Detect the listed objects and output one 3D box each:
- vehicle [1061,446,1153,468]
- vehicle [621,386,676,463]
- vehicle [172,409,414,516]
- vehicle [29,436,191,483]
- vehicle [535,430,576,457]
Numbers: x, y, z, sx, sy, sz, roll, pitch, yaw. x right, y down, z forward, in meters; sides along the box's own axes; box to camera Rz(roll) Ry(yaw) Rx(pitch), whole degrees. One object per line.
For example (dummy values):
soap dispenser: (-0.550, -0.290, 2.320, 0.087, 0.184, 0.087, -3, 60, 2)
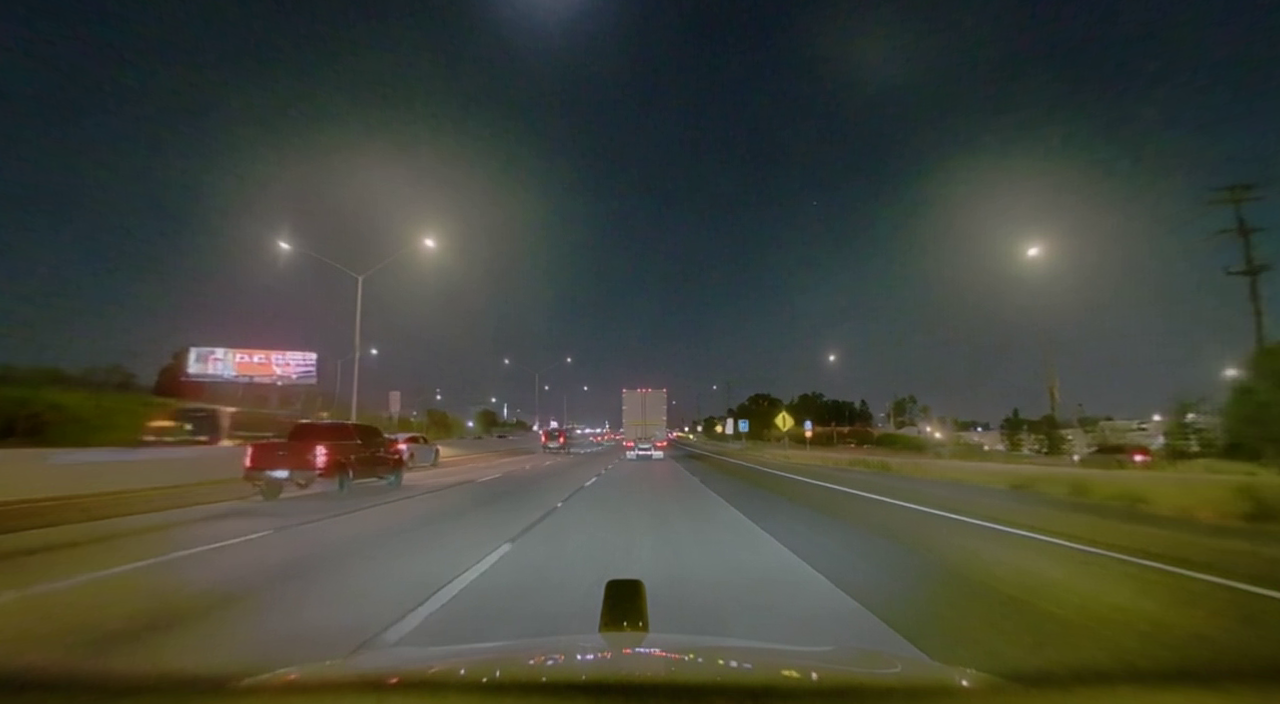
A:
vehicle: (33.486, 7.534, 45.347, 1.757, 1.437, 4.897, 5, -10, -34)
vehicle: (0.633, 4.585, 38.557, 2.879, 4.027, 11.243, -1, -8, 2)
vehicle: (-7.049, 2.319, 13.759, 2.197, 1.847, 5.364, 0, -8, 0)
vehicle: (-17.933, 3.634, 21.660, 1.911, 1.440, 4.191, 0, -8, 0)
vehicle: (-6.430, 7.041, 48.765, 2.263, 1.936, 5.802, 0, -8, 1)
